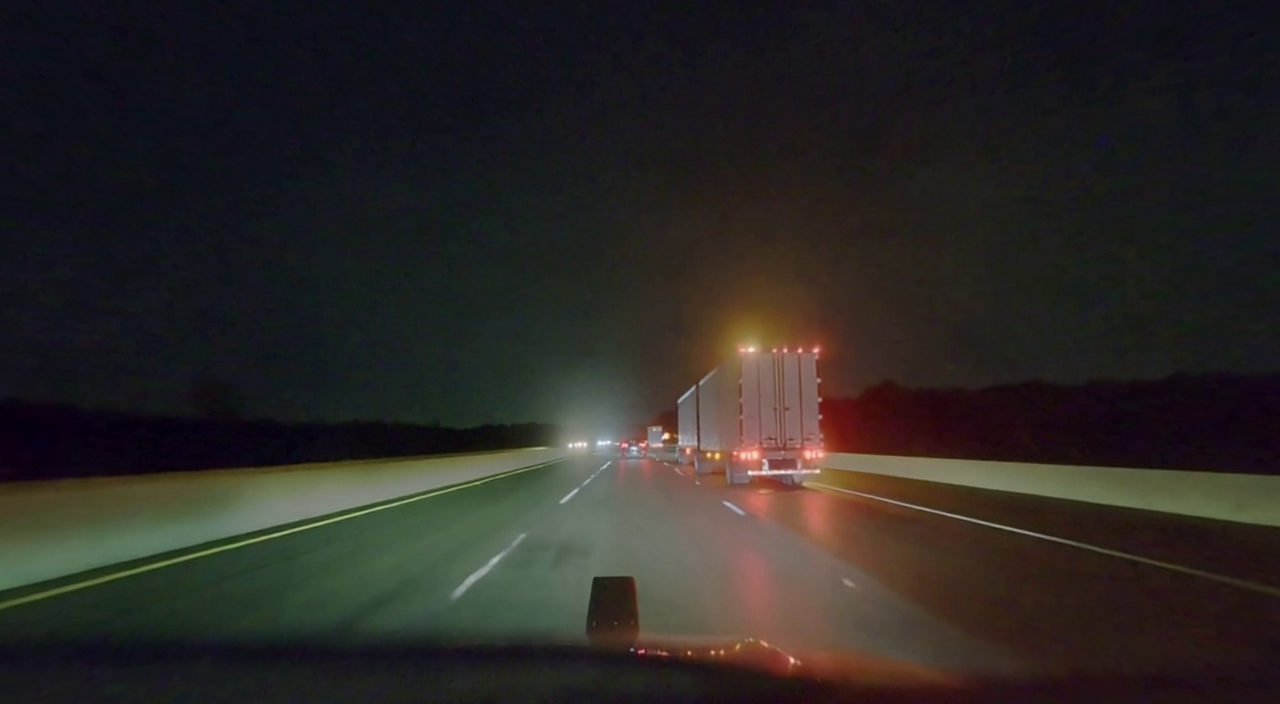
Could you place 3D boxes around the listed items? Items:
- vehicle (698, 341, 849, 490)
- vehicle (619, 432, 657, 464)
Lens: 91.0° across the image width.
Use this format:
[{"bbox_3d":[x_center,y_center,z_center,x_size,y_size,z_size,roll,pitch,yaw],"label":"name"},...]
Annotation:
[{"bbox_3d":[3.929,2.274,21.108,2.967,3.961,8.660,0,-8,-1],"label":"vehicle"},{"bbox_3d":[-0.188,6.628,43.564,2.456,2.007,4.728,0,-8,-1],"label":"vehicle"}]
